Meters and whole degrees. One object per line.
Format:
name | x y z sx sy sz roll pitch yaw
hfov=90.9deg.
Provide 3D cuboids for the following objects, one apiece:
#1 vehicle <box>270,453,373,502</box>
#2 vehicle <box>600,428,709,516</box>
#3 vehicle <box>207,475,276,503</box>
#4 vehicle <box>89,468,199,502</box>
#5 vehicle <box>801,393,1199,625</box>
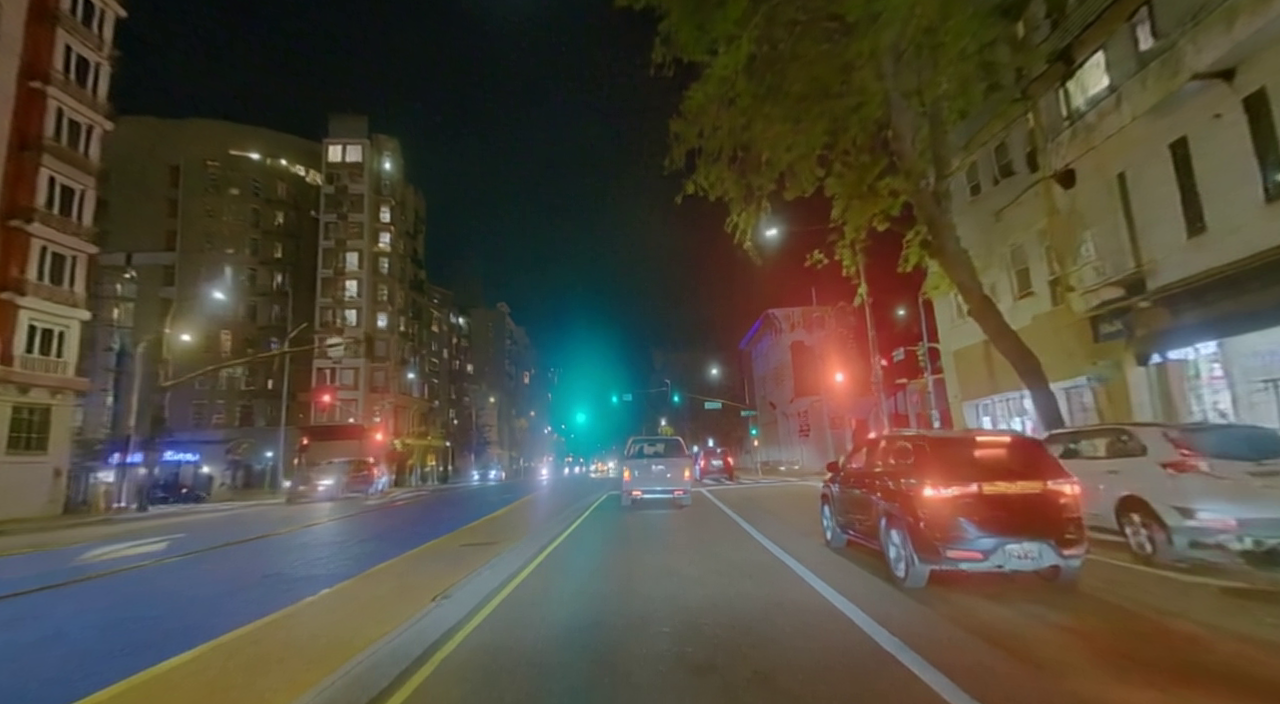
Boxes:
vehicle | -13.598 5.343 27.297 1.914 1.889 4.585 -1 -9 2
vehicle | 0.319 2.758 14.883 2.209 1.748 4.130 0 -9 1
vehicle | -27.207 9.352 43.140 3.416 1.466 1.840 3 -6 0
vehicle | -28.917 7.755 36.876 4.558 1.818 2.120 0 -9 1
vehicle | 3.262 1.520 6.916 1.939 1.746 4.091 0 -9 1
